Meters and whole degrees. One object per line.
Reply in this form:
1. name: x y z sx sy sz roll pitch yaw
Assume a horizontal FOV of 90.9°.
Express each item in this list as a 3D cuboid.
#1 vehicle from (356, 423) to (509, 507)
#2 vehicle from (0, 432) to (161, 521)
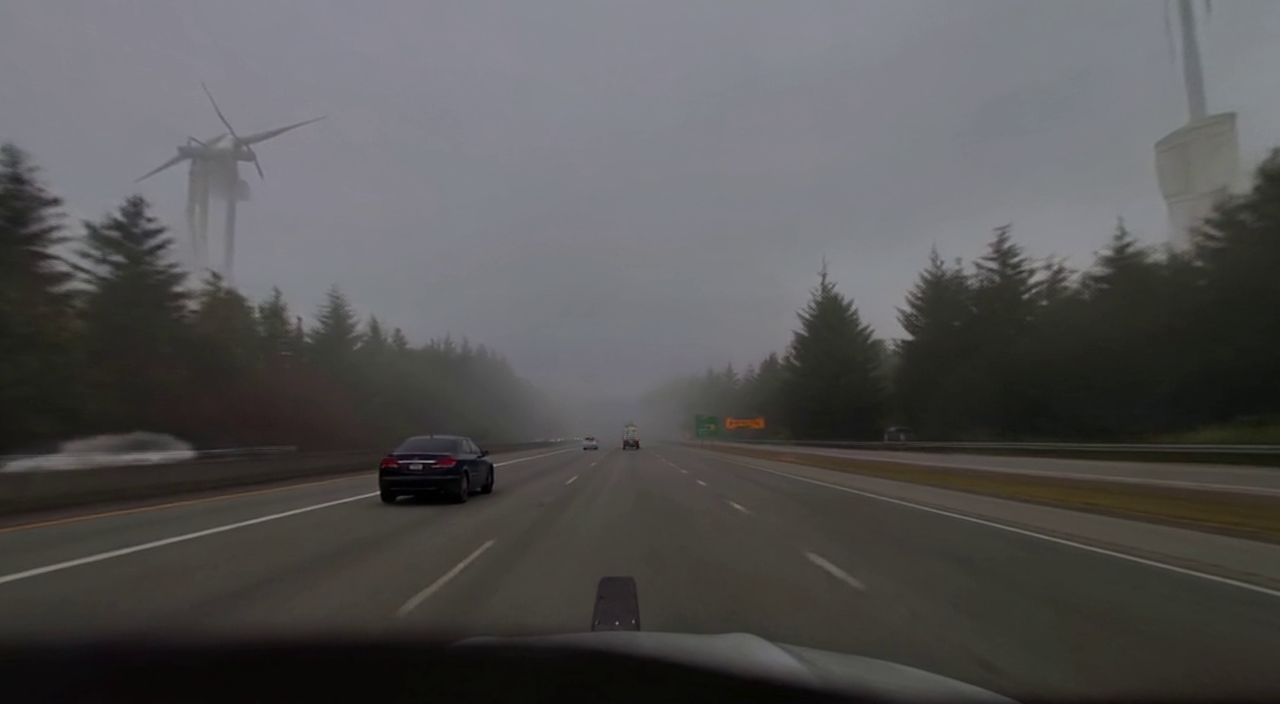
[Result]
1. vehicle: -4.192 2.327 13.491 1.950 1.511 3.965 0 -8 0
2. vehicle: -12.363 2.443 12.981 2.055 1.545 3.765 0 -8 -1
